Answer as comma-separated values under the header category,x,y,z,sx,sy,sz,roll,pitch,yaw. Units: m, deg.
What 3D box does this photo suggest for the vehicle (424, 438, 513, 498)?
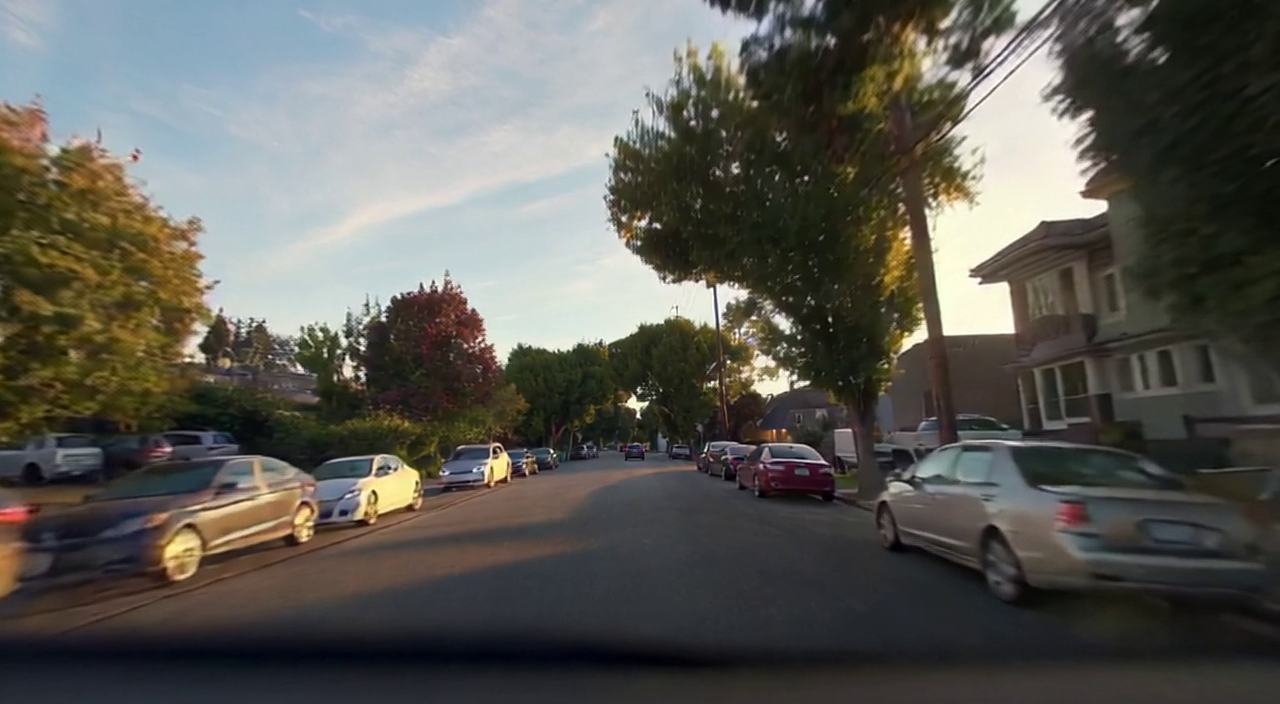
category,x,y,z,sx,sy,sz,roll,pitch,yaw
vehicle,-6.204,4.183,23.483,2.115,1.820,5.002,-3,-7,-3

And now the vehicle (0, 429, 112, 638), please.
category,x,y,z,sx,sy,sz,roll,pitch,yaw
vehicle,-5.861,1.259,3.373,1.925,1.578,4.906,-3,-7,0

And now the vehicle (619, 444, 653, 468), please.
category,x,y,z,sx,sy,sz,roll,pitch,yaw
vehicle,-0.298,6.800,41.481,2.062,1.509,4.305,0,-9,-1

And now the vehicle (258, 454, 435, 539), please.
category,x,y,z,sx,sy,sz,roll,pitch,yaw
vehicle,-6.070,2.988,13.733,1.951,1.327,4.191,-2,-7,-1

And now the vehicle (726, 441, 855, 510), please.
category,x,y,z,sx,sy,sz,roll,pitch,yaw
vehicle,3.630,3.072,16.270,2.039,1.480,4.831,0,-9,-1

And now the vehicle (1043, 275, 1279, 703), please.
category,x,y,z,sx,sy,sz,roll,pitch,yaw
vehicle,3.639,0.440,0.603,2.401,1.958,5.999,0,-8,-2

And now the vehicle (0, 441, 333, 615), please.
category,x,y,z,sx,sy,sz,roll,pitch,yaw
vehicle,-6.092,2.071,8.510,1.879,1.581,4.486,-3,-7,-3
